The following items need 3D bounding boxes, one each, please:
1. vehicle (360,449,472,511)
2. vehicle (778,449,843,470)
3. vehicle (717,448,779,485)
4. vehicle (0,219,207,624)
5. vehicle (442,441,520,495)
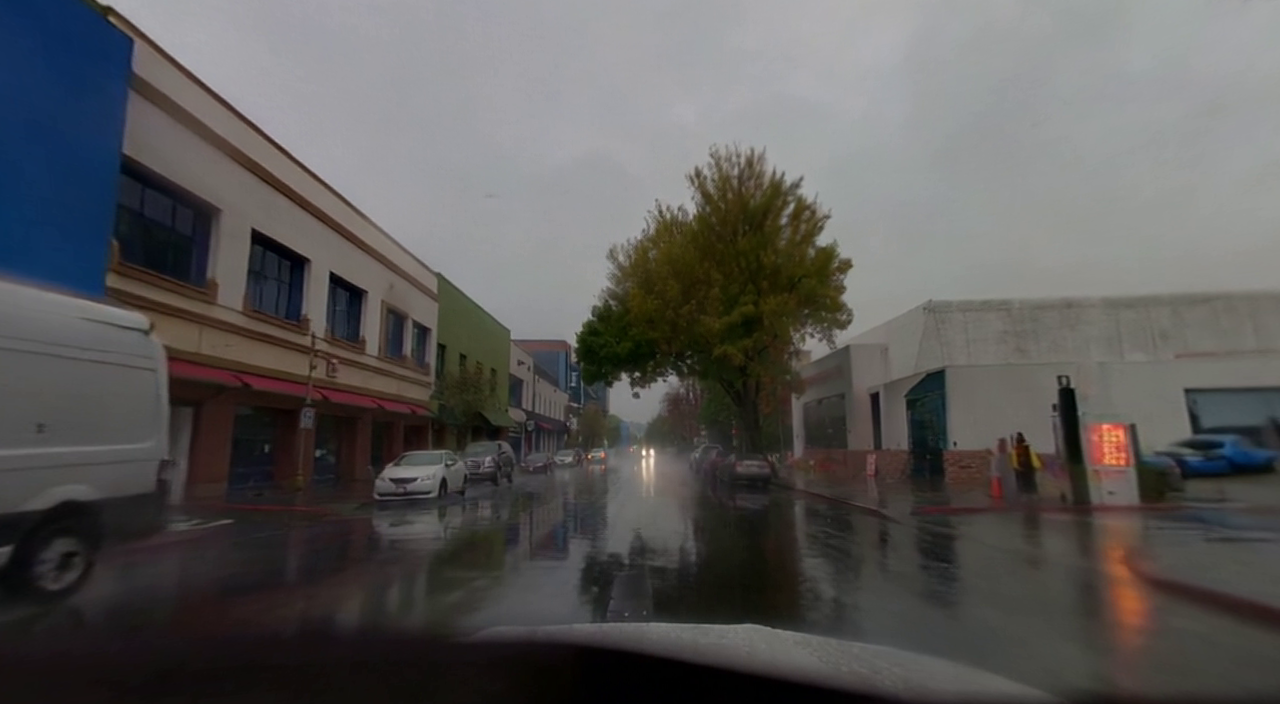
[{"bbox_3d":[-6.639,3.779,19.260,1.917,1.487,4.659,-2,-8,-3],"label":"vehicle"},{"bbox_3d":[13.501,8.471,49.972,4.499,1.558,2.007,-5,-10,30],"label":"vehicle"},{"bbox_3d":[4.807,5.137,28.657,1.973,1.494,4.867,0,-8,0],"label":"vehicle"},{"bbox_3d":[-6.838,0.477,4.536,2.851,3.375,6.057,0,-8,2],"label":"vehicle"},{"bbox_3d":[-6.464,4.749,26.295,2.238,1.891,4.780,-1,-7,-3],"label":"vehicle"}]
